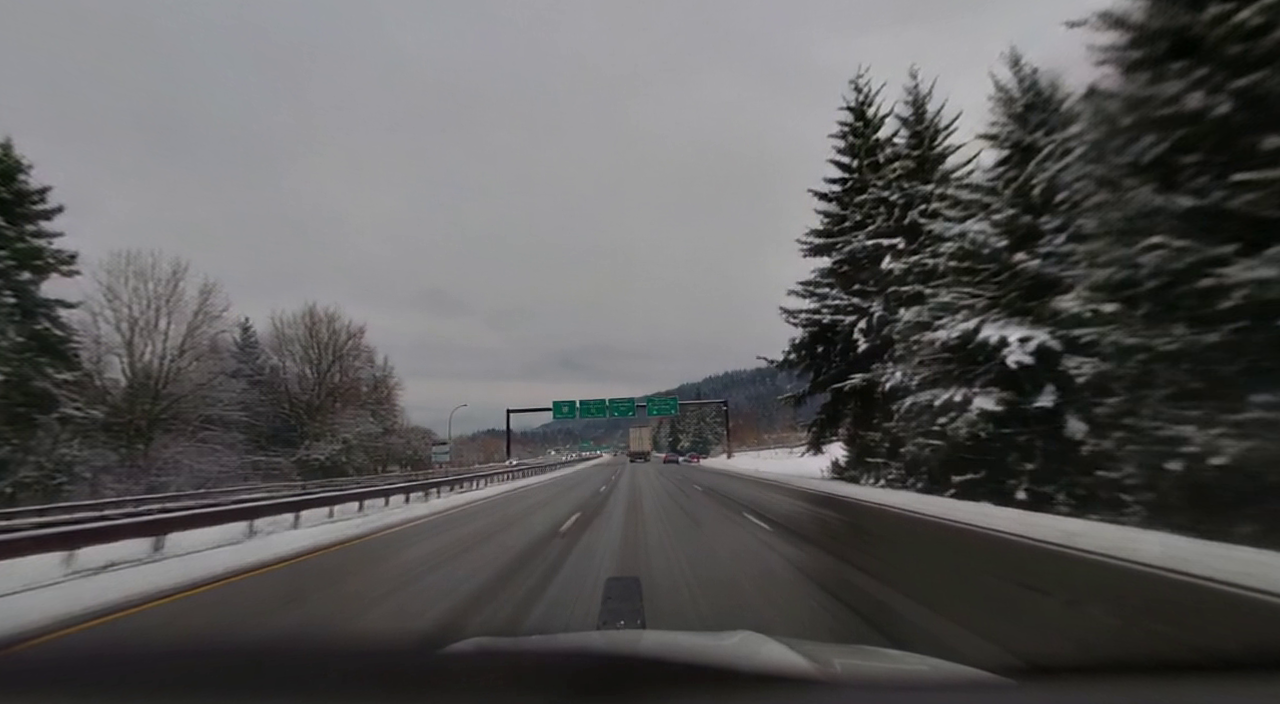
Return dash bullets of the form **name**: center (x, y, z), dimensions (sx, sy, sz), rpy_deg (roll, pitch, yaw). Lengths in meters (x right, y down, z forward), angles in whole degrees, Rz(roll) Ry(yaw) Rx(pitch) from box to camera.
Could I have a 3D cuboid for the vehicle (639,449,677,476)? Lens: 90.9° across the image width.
- **vehicle**: center (0.994, 6.379, 36.569), dimensions (2.036, 1.457, 3.471), rpy_deg (0, -9, -1)
